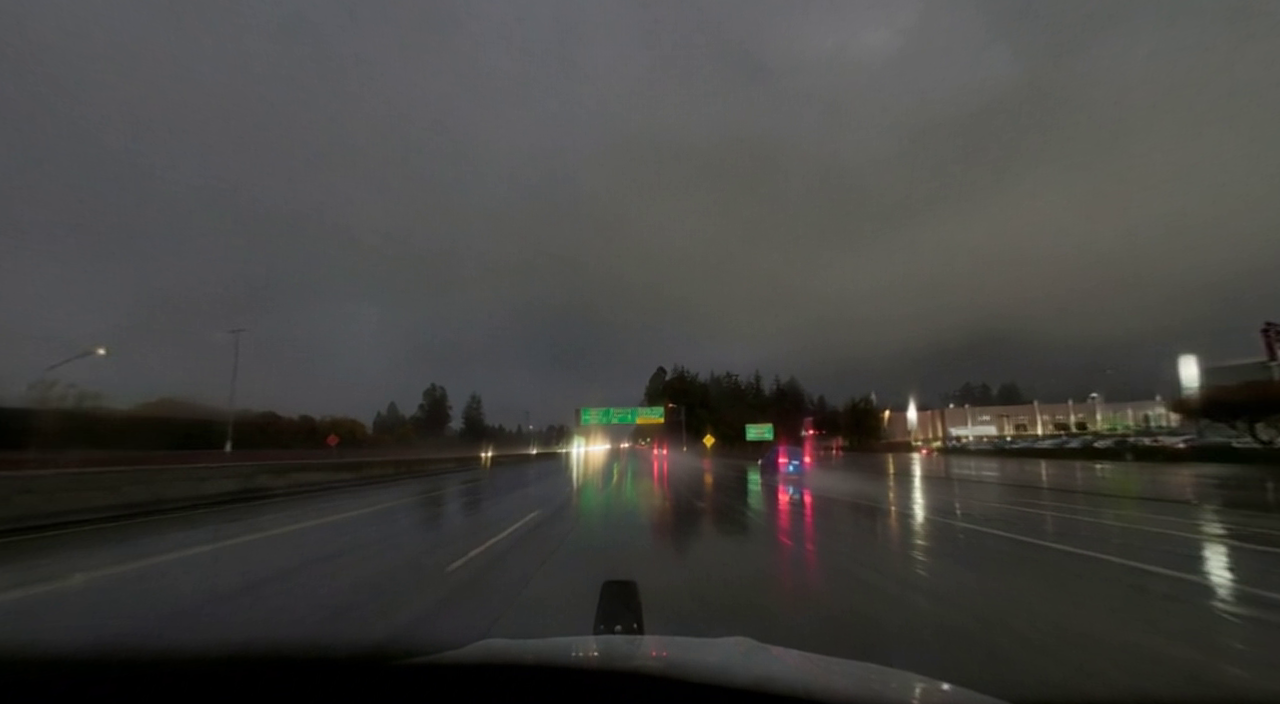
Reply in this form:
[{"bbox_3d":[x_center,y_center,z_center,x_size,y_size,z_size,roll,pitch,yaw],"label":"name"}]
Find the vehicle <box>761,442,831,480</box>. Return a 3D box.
[{"bbox_3d":[6.801,4.769,28.025,1.958,1.498,4.447,0,-8,0],"label":"vehicle"}]
